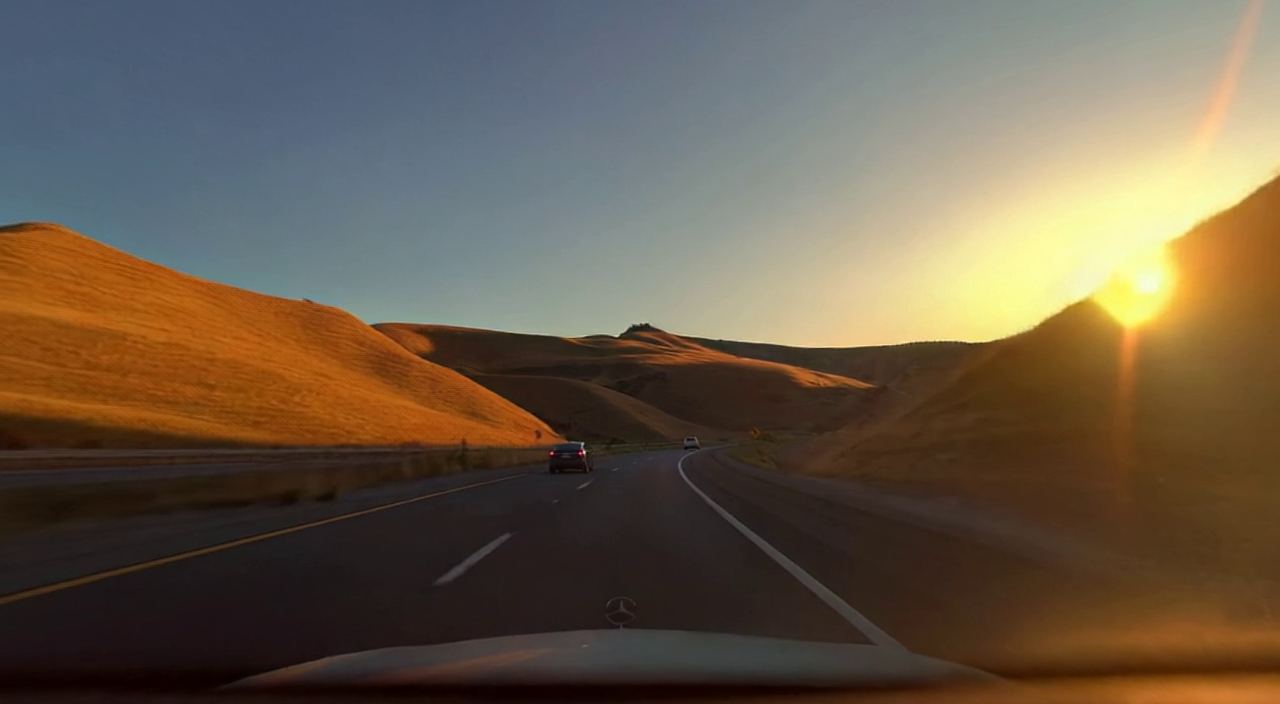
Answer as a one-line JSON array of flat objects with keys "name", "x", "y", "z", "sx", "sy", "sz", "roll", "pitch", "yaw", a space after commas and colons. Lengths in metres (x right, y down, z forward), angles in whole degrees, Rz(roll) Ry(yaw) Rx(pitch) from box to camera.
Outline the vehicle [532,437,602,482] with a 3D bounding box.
[{"name": "vehicle", "x": -2.998, "y": 4.557, "z": 27.013, "sx": 2.252, "sy": 1.743, "sz": 4.560, "roll": -1, "pitch": -9, "yaw": 3}]
